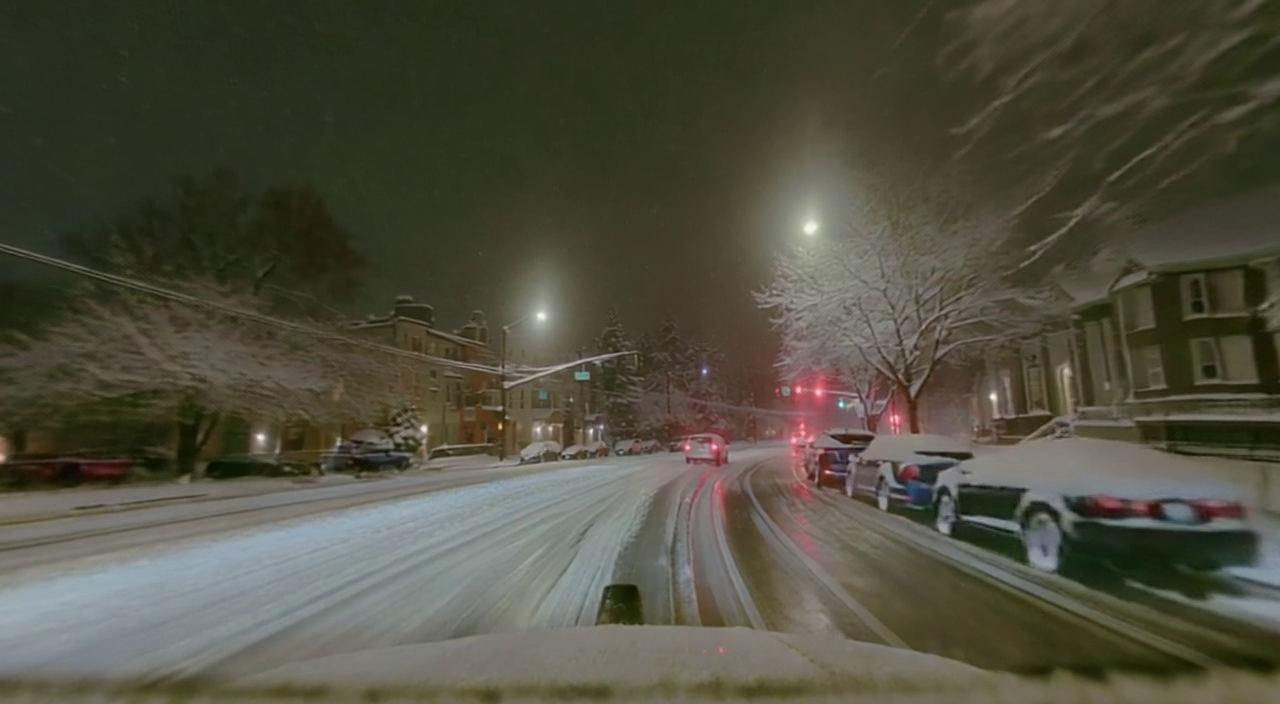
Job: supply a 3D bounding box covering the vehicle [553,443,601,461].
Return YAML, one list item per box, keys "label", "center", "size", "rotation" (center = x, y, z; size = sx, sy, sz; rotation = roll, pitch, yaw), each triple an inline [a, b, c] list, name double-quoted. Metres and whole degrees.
- label: "vehicle"
  center: [-4.825, 7.689, 48.950]
  size: [1.893, 1.310, 4.719]
  rotation: [-3, -9, 19]

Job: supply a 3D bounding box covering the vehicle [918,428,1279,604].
- label: "vehicle"
  center: [5.186, 1.697, 7.597]
  size: [1.940, 1.456, 4.502]
  rotation: [-1, -8, 5]

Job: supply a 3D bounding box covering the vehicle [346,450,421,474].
- label: "vehicle"
  center: [-16.477, 7.066, 40.654]
  size: [4.195, 1.400, 1.726]
  rotation: [-2, -8, 12]

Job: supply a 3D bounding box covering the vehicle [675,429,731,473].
- label: "vehicle"
  center: [2.769, 4.166, 26.782]
  size: [1.852, 1.680, 4.488]
  rotation: [-2, -8, 12]

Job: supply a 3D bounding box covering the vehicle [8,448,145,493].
- label: "vehicle"
  center: [-24.382, 5.076, 27.405]
  size: [4.385, 1.800, 1.992]
  rotation: [-1, -8, 10]

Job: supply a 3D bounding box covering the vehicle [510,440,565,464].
- label: "vehicle"
  center: [-6.827, 6.732, 42.668]
  size: [1.918, 1.508, 4.353]
  rotation: [-2, -8, 17]

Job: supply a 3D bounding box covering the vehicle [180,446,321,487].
- label: "vehicle"
  center: [-19.739, 5.806, 32.109]
  size: [5.953, 1.868, 2.049]
  rotation: [0, -10, 7]
